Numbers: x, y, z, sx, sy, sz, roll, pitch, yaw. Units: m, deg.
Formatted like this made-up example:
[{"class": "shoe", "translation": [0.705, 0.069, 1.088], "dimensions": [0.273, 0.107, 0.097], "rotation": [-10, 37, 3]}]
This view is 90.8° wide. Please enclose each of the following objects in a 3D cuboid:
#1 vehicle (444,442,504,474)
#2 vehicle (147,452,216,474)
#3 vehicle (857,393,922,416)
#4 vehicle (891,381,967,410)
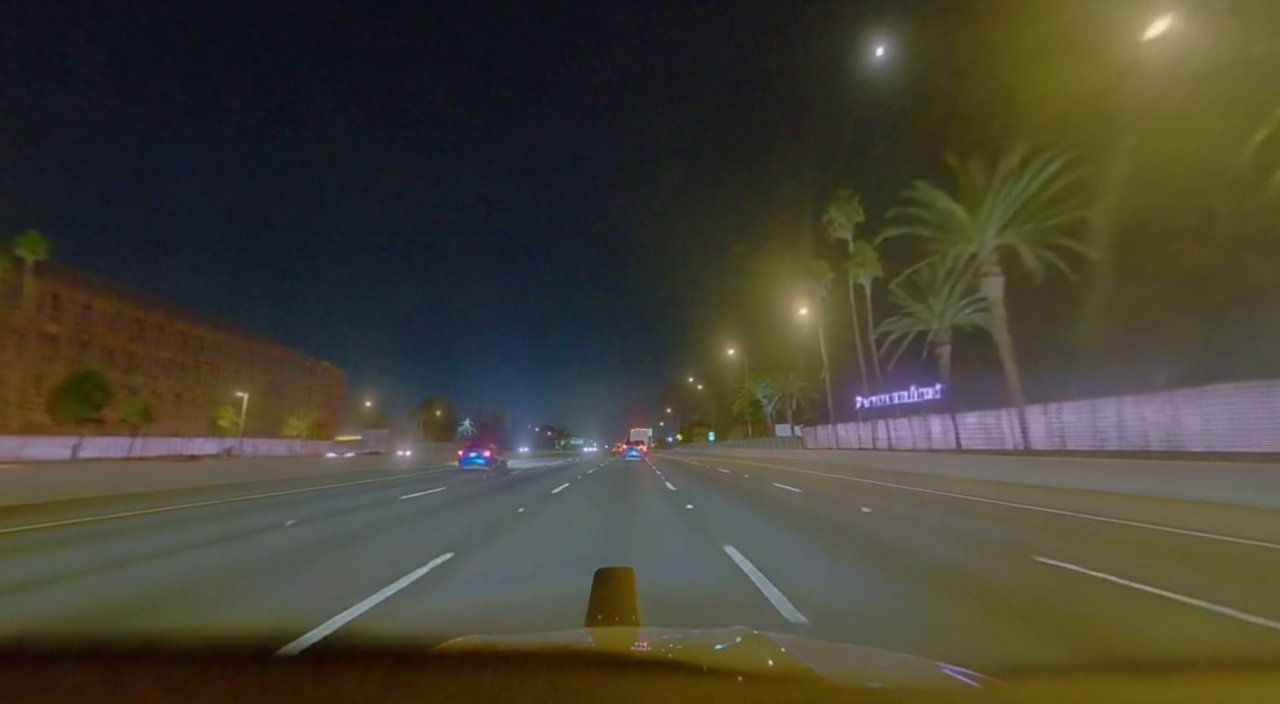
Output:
[{"class": "vehicle", "translation": [-8.563, 5.492, 33.011], "dimensions": [1.971, 1.552, 4.465], "rotation": [0, -9, 0]}, {"class": "vehicle", "translation": [-33.295, 8.054, 45.999], "dimensions": [1.821, 1.429, 4.287], "rotation": [0, -9, 0]}, {"class": "vehicle", "translation": [16.651, 3.496, 42.231], "dimensions": [3.548, 1.362, 1.745], "rotation": [-1, -9, 1]}, {"class": "vehicle", "translation": [16.930, 2.572, 37.107], "dimensions": [3.587, 1.458, 1.870], "rotation": [1, -8, 2]}]
